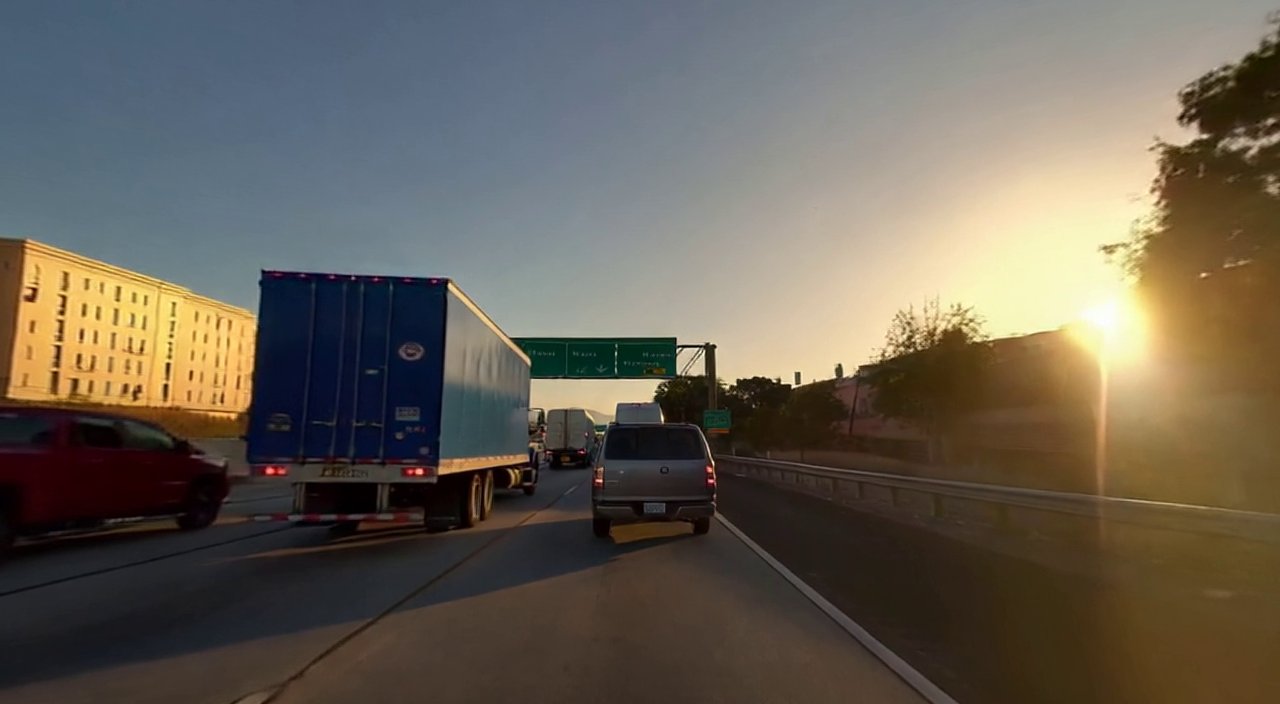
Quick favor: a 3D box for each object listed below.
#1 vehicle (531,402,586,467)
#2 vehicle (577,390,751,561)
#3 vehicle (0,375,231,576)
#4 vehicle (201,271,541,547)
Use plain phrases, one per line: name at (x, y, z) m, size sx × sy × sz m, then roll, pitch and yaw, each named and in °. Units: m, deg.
vehicle at (-4.992, 5.352, 40.233) m, size 2.617 × 3.604 × 9.499 m, roll 0°, pitch -9°, yaw -2°
vehicle at (0.180, 1.688, 9.178) m, size 1.947 × 1.910 × 4.040 m, roll 0°, pitch -9°, yaw -3°
vehicle at (-7.708, 1.397, 7.292) m, size 2.218 × 2.047 × 5.586 m, roll 0°, pitch -9°, yaw -1°
vehicle at (-4.014, 1.315, 12.246) m, size 2.814 × 3.513 × 8.529 m, roll 0°, pitch -9°, yaw 0°
